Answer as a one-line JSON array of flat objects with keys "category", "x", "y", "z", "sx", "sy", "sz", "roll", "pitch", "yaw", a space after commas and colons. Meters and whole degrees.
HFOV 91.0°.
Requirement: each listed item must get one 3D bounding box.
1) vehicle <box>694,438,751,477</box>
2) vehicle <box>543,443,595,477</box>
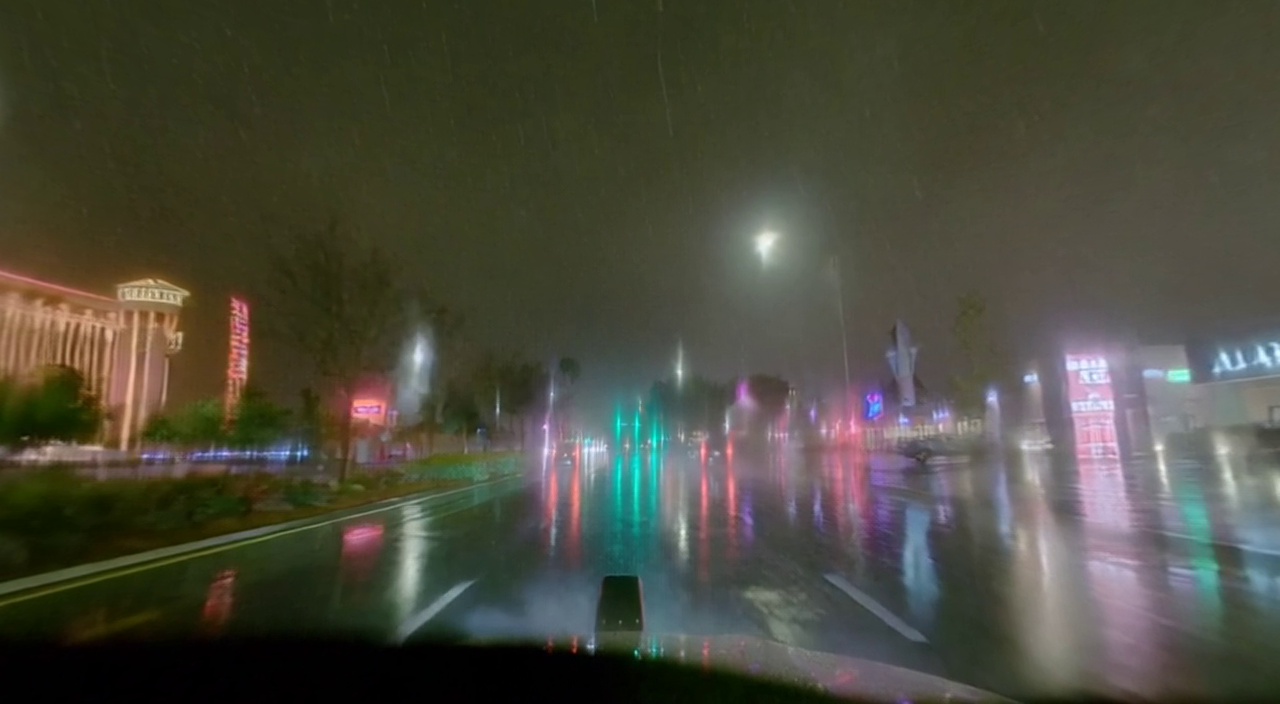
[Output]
[{"category": "vehicle", "x": 3.967, "y": 5.154, "z": 30.949, "sx": 2.083, "sy": 1.743, "sz": 4.354, "roll": 0, "pitch": -8, "yaw": -2}, {"category": "vehicle", "x": -3.316, "y": 5.098, "z": 30.066, "sx": 2.005, "sy": 1.477, "sz": 4.169, "roll": 0, "pitch": -8, "yaw": 0}]
